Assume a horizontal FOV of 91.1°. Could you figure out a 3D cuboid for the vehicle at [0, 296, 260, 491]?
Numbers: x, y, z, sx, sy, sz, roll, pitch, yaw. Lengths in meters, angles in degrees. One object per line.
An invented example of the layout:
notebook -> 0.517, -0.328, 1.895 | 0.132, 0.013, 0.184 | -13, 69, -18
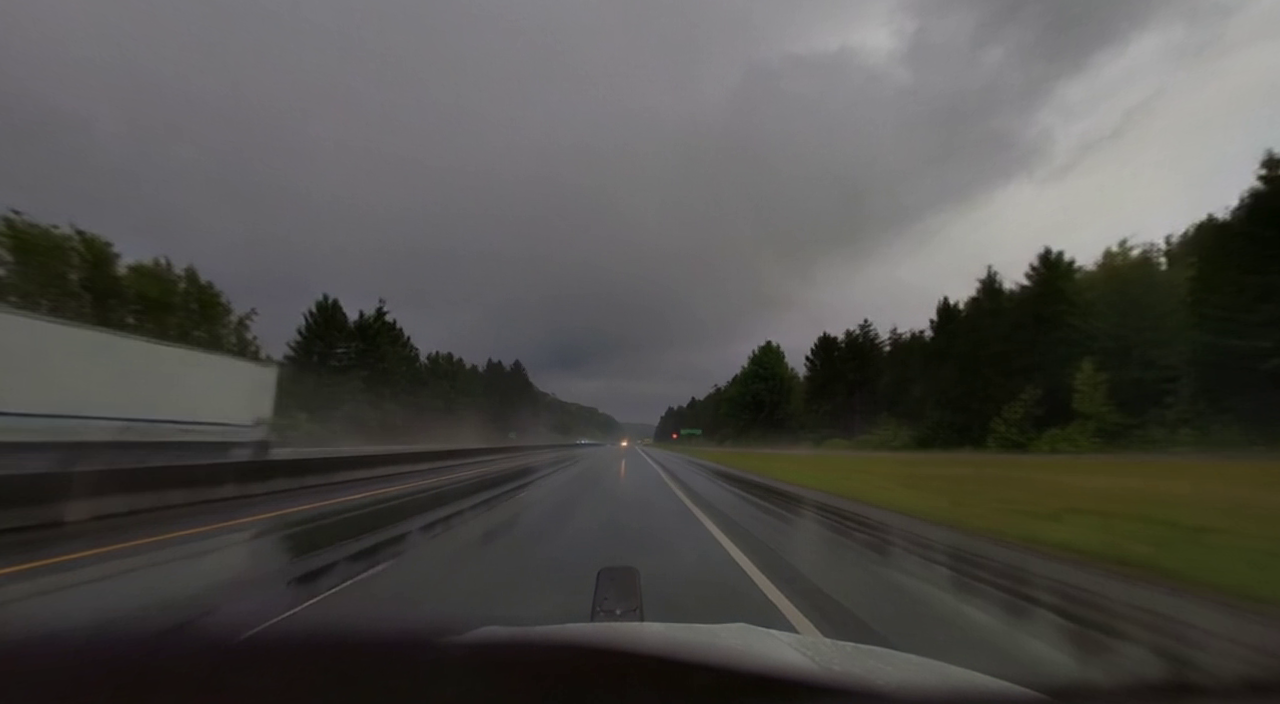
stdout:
vehicle -> -15.193, 1.169, 15.342 | 3.113, 4.106, 14.185 | 0, -8, -1
